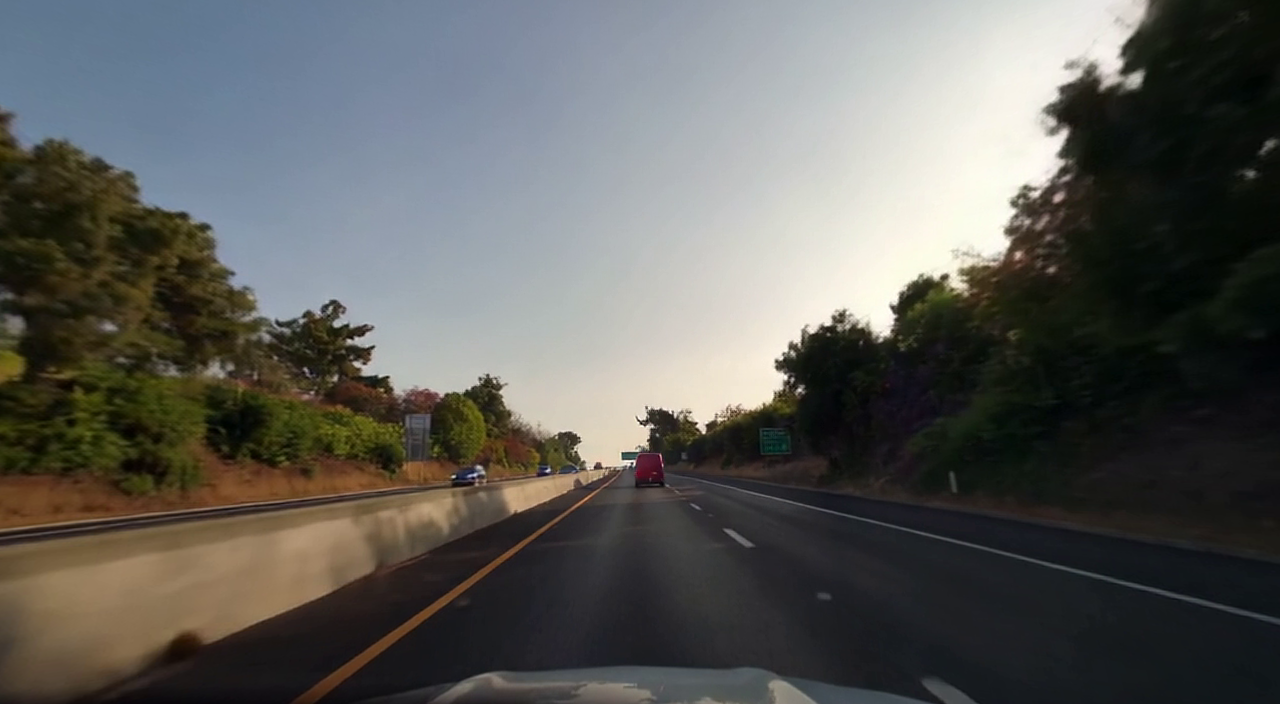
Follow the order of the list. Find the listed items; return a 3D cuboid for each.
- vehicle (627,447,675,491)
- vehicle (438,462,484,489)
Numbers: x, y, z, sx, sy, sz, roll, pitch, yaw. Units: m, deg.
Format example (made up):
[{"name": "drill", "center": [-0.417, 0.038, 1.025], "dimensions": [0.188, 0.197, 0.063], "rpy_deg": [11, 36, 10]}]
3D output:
[{"name": "vehicle", "center": [0.522, 6.381, 34.393], "dimensions": [2.429, 2.167, 4.558], "rpy_deg": [1, -11, -2]}, {"name": "vehicle", "center": [-12.950, 8.966, 45.780], "dimensions": [2.101, 1.841, 4.167], "rpy_deg": [1, -11, -1]}]
